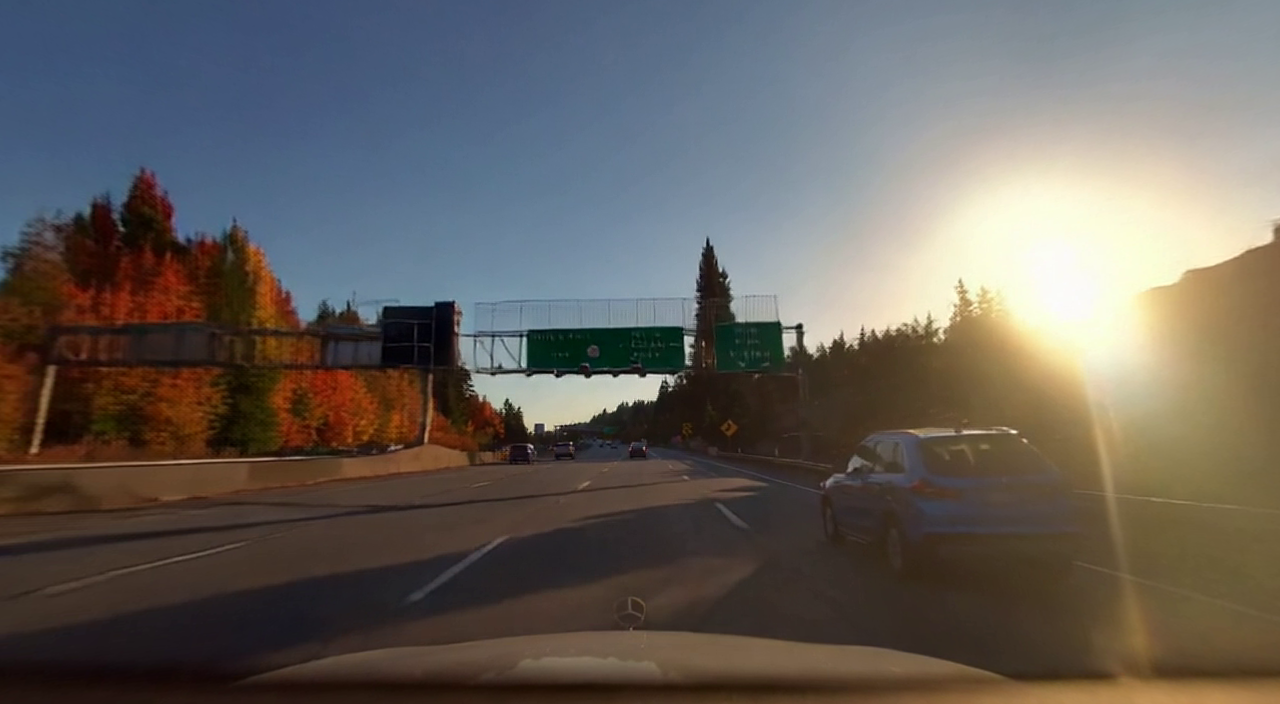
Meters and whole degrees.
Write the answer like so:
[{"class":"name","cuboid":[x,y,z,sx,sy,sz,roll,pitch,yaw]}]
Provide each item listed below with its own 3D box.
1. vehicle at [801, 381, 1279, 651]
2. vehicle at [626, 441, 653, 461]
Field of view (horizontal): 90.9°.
[{"class":"vehicle","cuboid":[3.225,1.348,6.193,2.120,1.706,4.226,0,-8,0]},{"class":"vehicle","cuboid":[-0.033,7.668,49.100,1.985,1.450,4.266,0,-8,0]}]
